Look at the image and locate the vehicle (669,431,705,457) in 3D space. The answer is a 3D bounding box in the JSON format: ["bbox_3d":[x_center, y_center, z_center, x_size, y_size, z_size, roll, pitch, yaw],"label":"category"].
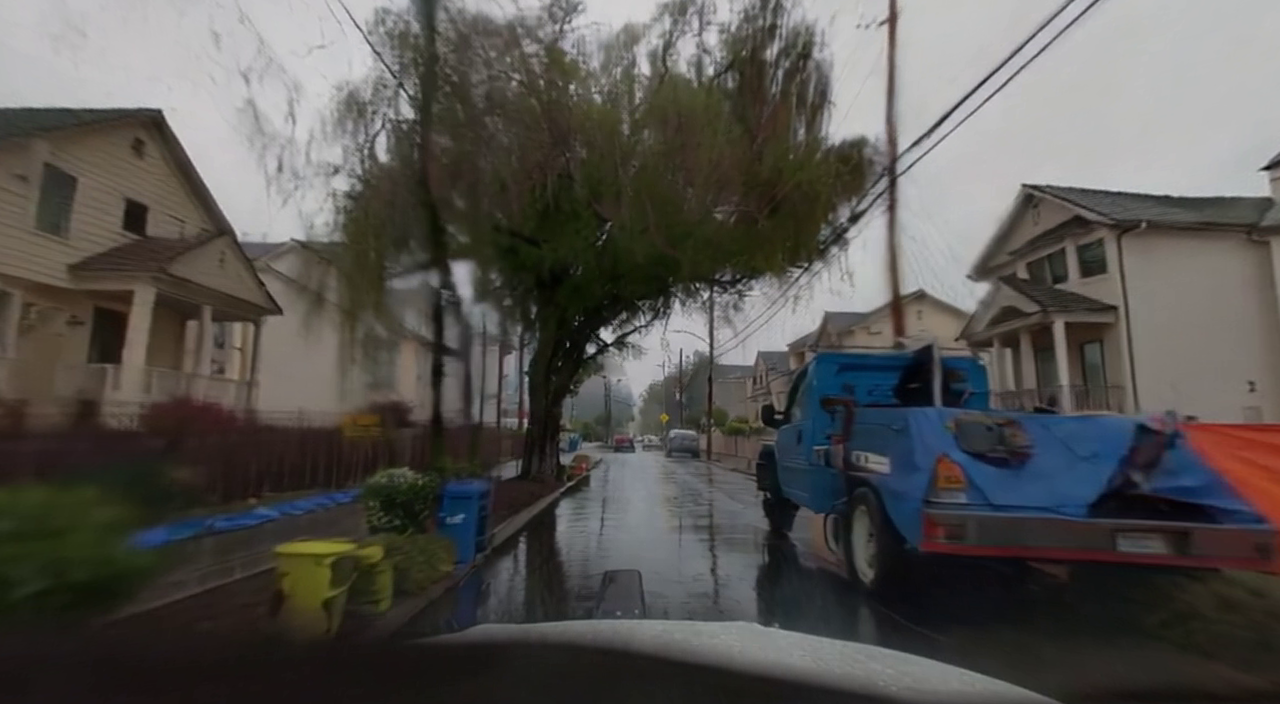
[{"bbox_3d":[3.267,6.416,44.258,2.066,1.739,4.234,0,-7,-2],"label":"vehicle"}]

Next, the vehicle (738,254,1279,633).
[{"bbox_3d":[3.250,1.033,7.793,2.879,2.801,6.142,0,-7,-2],"label":"vehicle"}]
